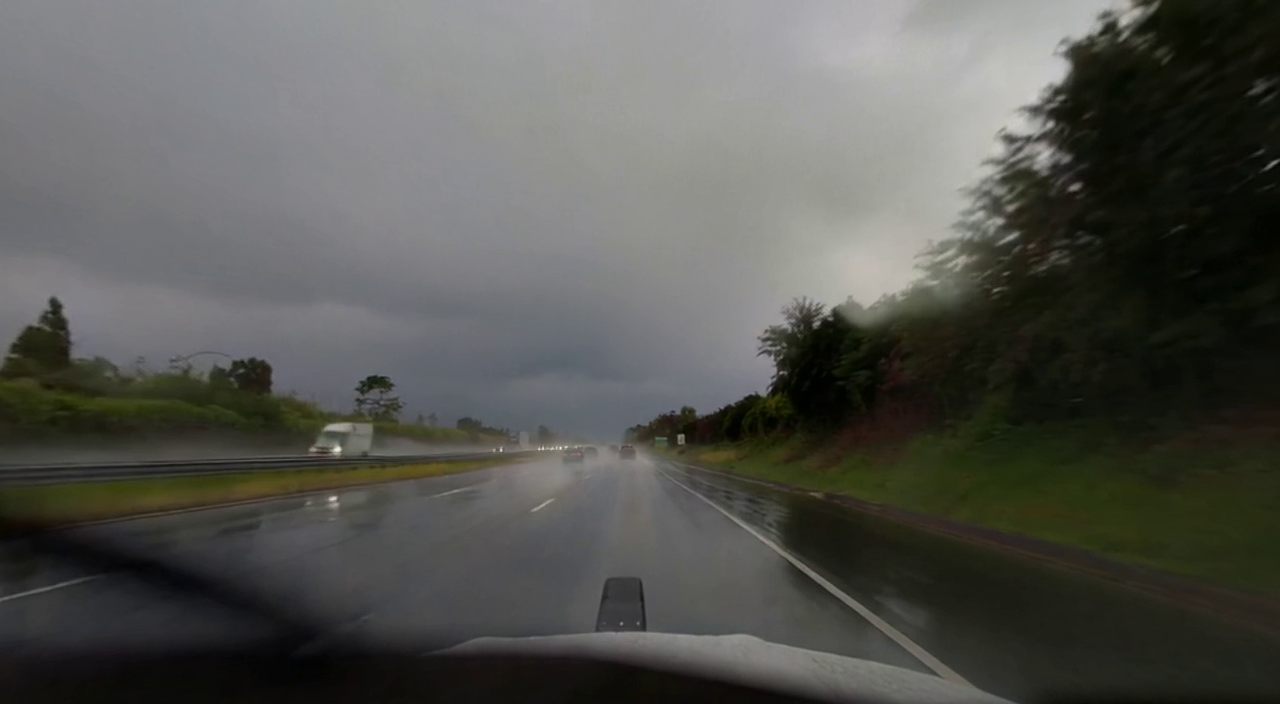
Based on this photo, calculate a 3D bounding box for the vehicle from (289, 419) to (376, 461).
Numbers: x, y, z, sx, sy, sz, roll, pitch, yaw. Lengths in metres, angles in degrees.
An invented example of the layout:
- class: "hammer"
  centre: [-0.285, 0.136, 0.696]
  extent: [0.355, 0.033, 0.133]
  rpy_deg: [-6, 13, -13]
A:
- class: "vehicle"
  centre: [-20.401, 5.954, 42.356]
  extent: [2.611, 2.525, 6.488]
  rpy_deg: [0, -9, -1]
